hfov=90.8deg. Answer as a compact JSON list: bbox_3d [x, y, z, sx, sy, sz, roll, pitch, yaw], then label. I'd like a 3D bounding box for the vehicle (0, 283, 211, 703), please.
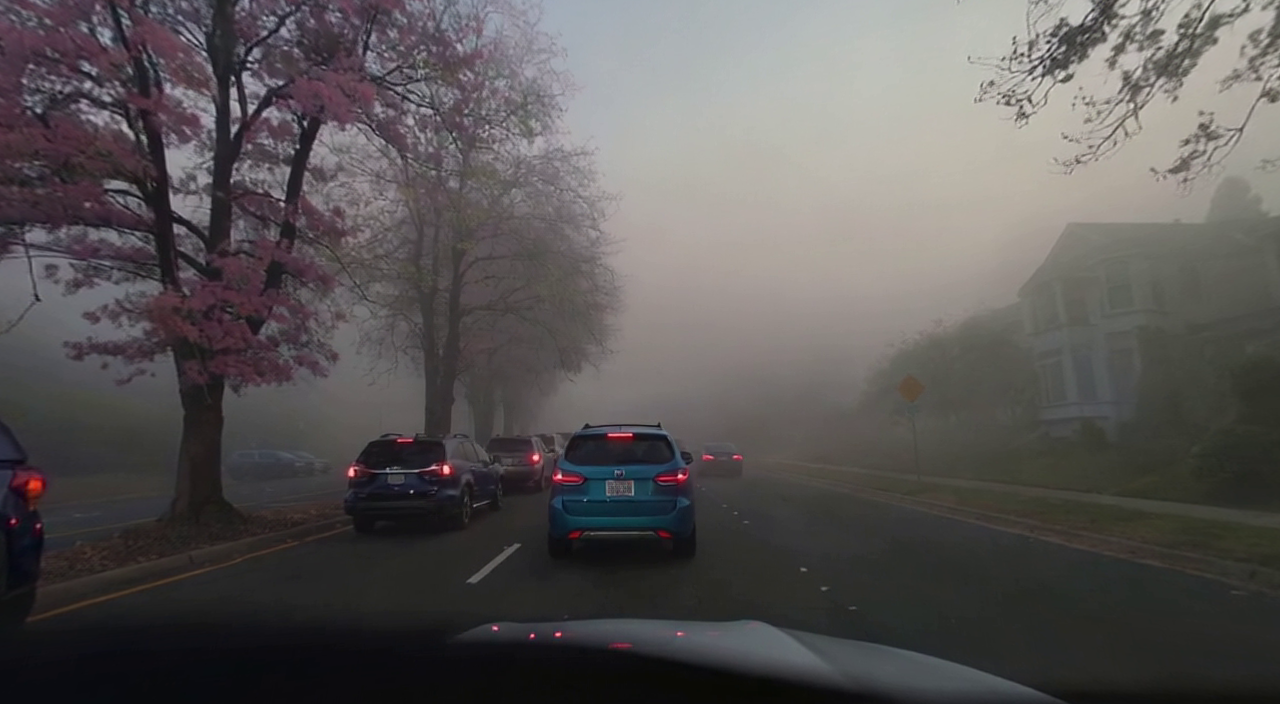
[{"bbox_3d":[-3.522,0.519,0.977,2.304,1.928,4.833,0,-8,0],"label":"vehicle"}]

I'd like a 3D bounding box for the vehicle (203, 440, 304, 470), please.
[{"bbox_3d":[-28.500,7.602,46.859,5.856,2.096,2.481,3,-9,-18],"label":"vehicle"}]

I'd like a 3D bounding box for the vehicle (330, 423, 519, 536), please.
[{"bbox_3d":[-3.658,2.237,11.680,1.948,1.668,4.279,0,-8,0],"label":"vehicle"}]

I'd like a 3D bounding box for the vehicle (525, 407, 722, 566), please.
[{"bbox_3d":[-0.194,1.750,8.898,2.112,1.693,4.058,0,-8,0],"label":"vehicle"}]
